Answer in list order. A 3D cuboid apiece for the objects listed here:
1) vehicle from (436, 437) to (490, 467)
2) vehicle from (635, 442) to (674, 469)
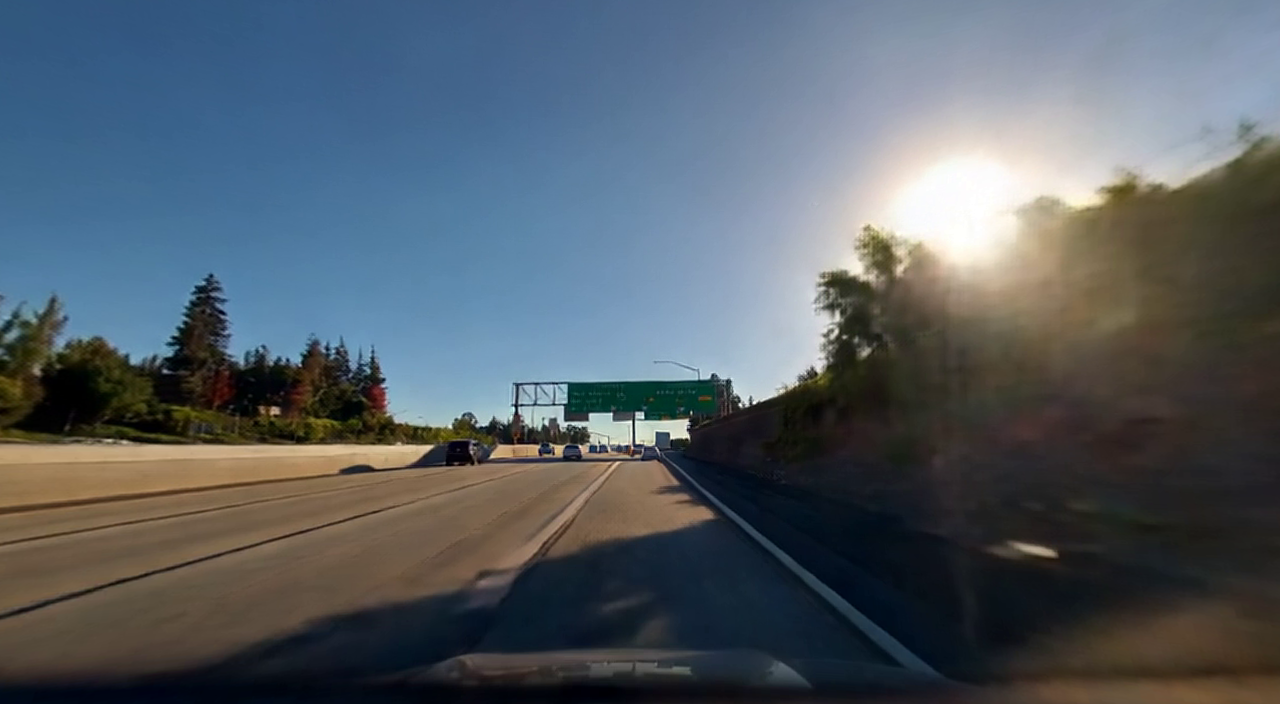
[{"bbox_3d":[-11.547,6.548,41.512,2.246,1.812,4.740,0,-8,-1],"label":"vehicle"},{"bbox_3d":[0.848,5.998,36.799,2.137,1.461,3.999,-1,-8,1],"label":"vehicle"}]
